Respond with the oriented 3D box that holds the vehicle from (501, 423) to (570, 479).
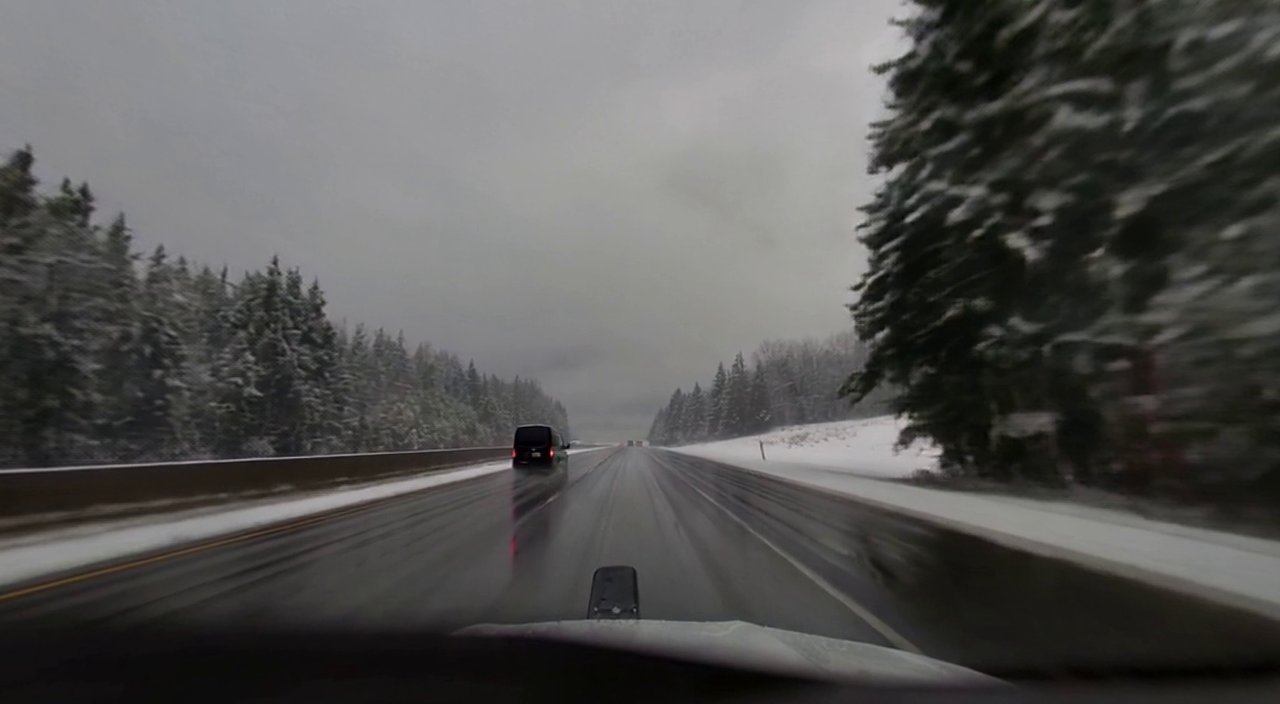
[{"bbox_3d":[-4.094,3.956,25.442,1.976,2.029,4.737,-1,-8,0],"label":"vehicle"}]
